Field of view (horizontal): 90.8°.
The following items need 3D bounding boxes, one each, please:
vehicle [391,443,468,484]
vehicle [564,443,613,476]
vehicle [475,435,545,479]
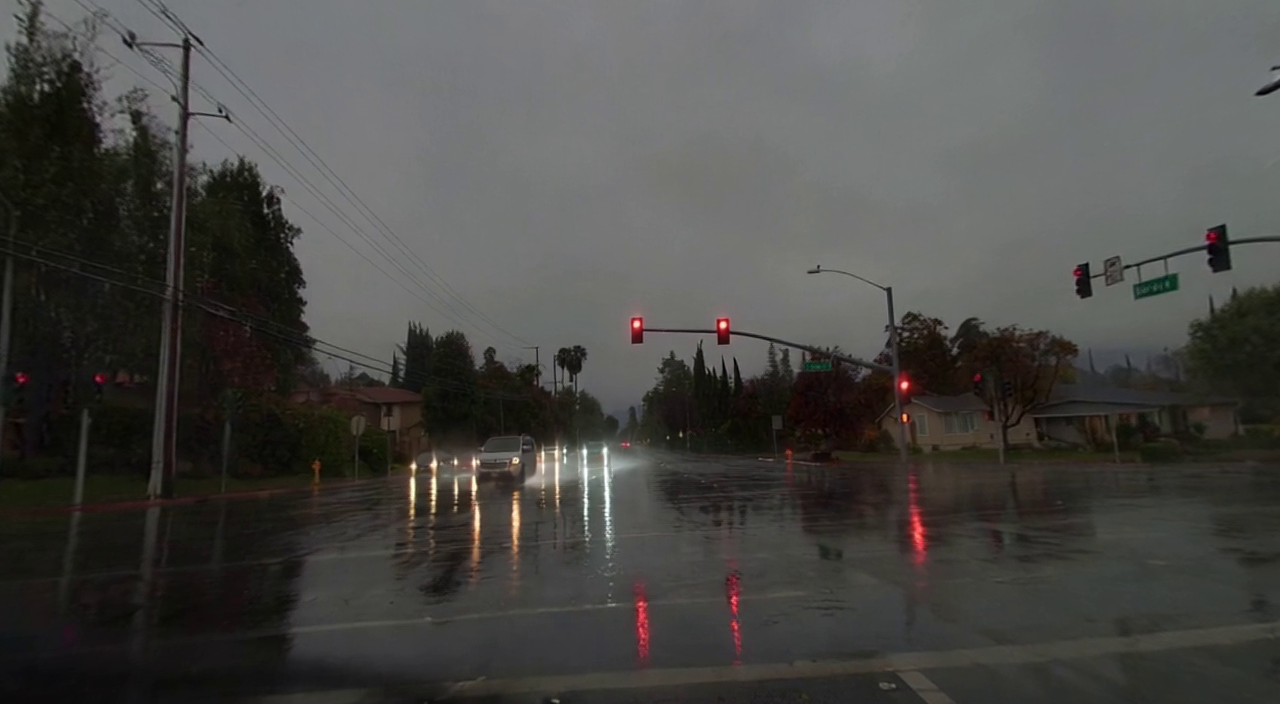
[{"bbox_3d":[-10.173,5.390,30.983,2.241,1.819,4.690,0,-9,-1],"label":"vehicle"},{"bbox_3d":[-2.419,5.215,30.925,2.174,1.477,4.805,0,-9,-2],"label":"vehicle"},{"bbox_3d":[-6.400,5.226,31.763,2.479,1.977,5.254,0,-9,-1],"label":"vehicle"}]
